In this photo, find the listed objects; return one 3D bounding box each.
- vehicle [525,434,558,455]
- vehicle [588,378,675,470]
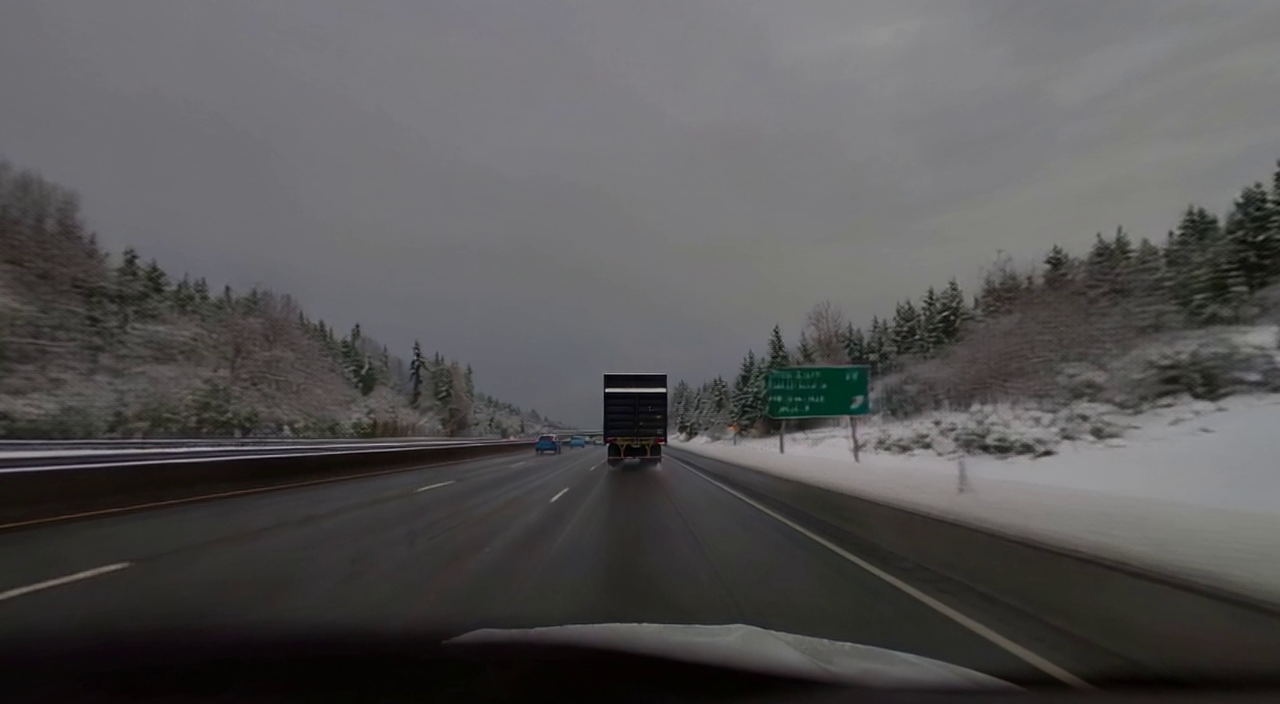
[{"bbox_3d":[-7.183,6.788,46.305,1.856,1.479,3.710,0,-8,0],"label":"vehicle"},{"bbox_3d":[-0.430,3.611,30.651,3.033,3.223,14.836,4,-7,-1],"label":"vehicle"}]
